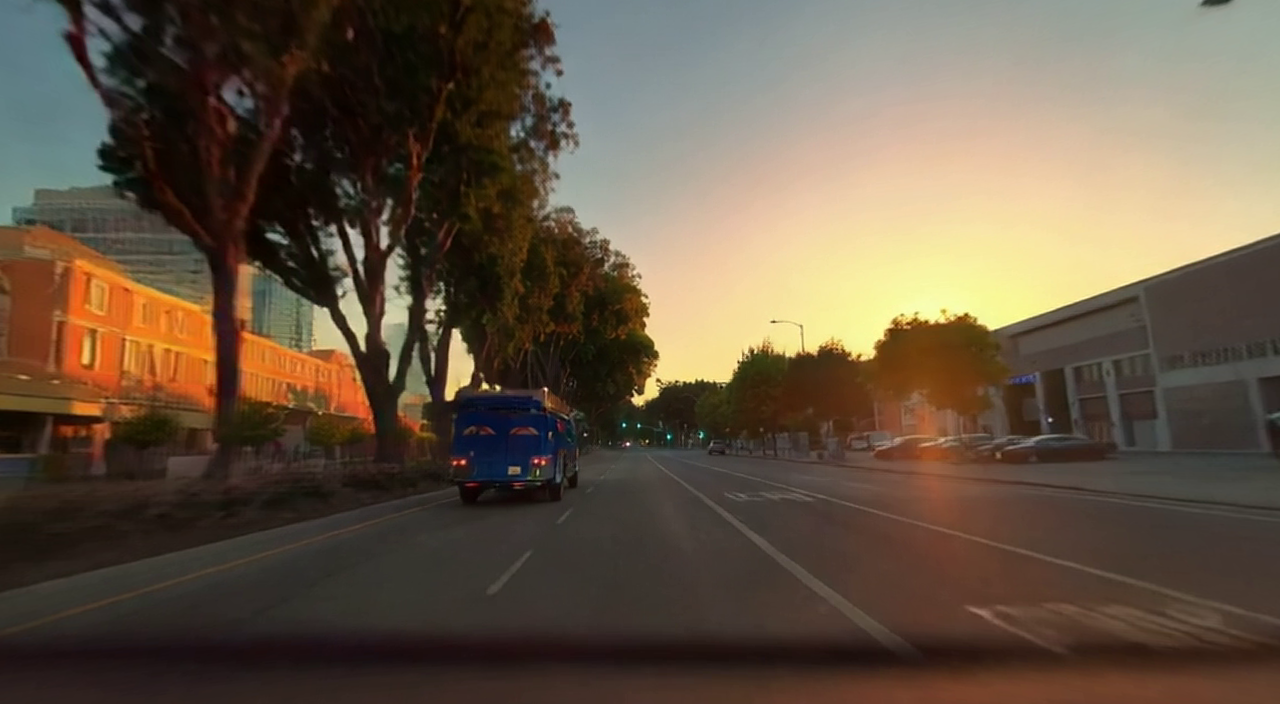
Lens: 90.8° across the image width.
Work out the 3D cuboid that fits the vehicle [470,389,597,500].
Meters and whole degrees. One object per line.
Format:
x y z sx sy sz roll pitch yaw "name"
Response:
-2.884 2.759 18.866 2.633 2.787 5.796 -1 -9 1 "vehicle"
